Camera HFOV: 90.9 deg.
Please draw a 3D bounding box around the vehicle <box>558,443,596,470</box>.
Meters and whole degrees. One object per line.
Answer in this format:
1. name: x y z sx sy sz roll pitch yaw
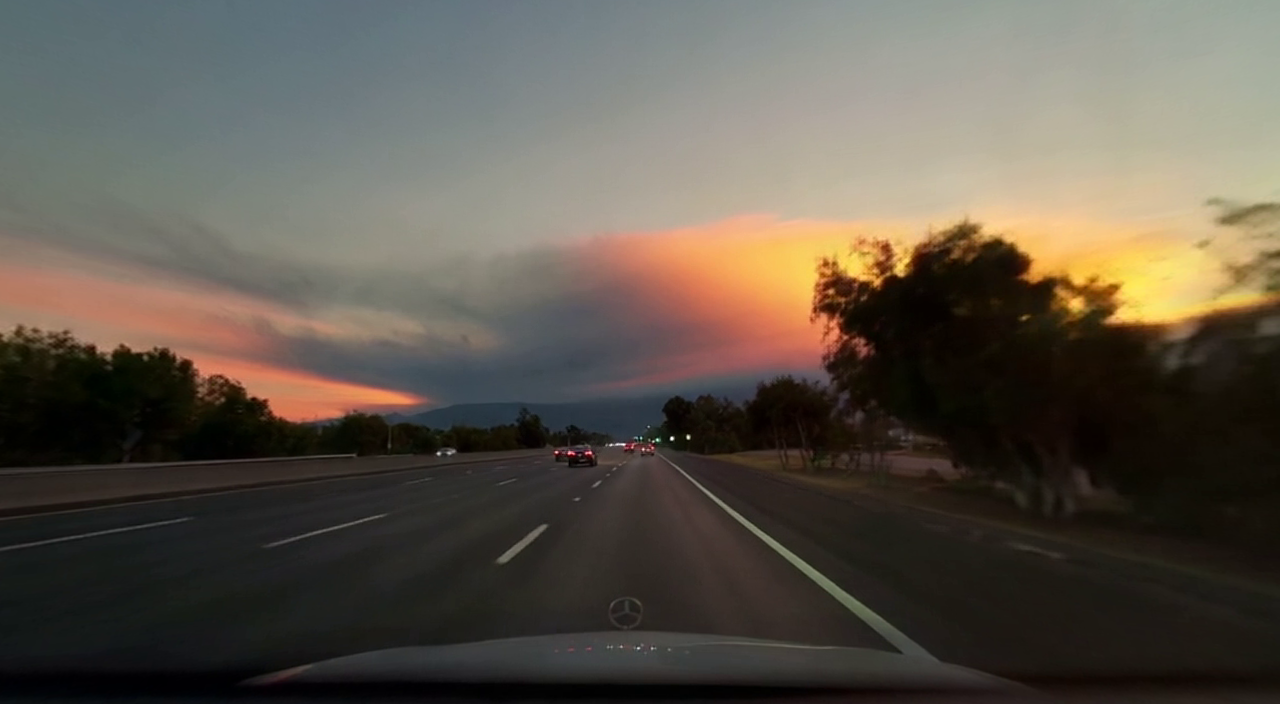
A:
1. vehicle: -3.712 6.218 37.705 1.786 1.488 4.023 0 -8 1
